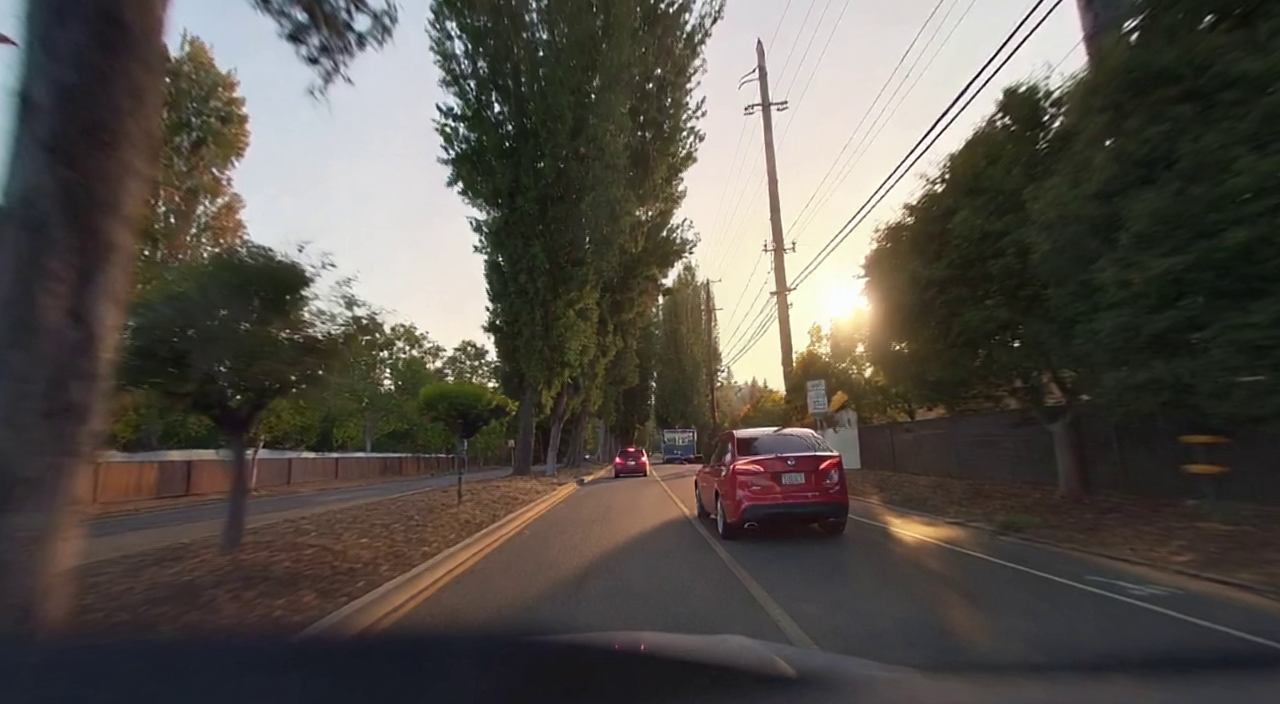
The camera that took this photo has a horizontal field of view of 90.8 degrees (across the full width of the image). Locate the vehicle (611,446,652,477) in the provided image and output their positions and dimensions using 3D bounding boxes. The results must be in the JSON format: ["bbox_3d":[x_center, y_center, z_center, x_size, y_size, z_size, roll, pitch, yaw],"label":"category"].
[{"bbox_3d":[-0.437,5.660,33.001,2.018,1.511,3.993,0,-8,0],"label":"vehicle"}]

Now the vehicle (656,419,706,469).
[{"bbox_3d":[2.912,7.097,48.595,2.789,3.285,12.428,0,-8,-1],"label":"vehicle"}]
